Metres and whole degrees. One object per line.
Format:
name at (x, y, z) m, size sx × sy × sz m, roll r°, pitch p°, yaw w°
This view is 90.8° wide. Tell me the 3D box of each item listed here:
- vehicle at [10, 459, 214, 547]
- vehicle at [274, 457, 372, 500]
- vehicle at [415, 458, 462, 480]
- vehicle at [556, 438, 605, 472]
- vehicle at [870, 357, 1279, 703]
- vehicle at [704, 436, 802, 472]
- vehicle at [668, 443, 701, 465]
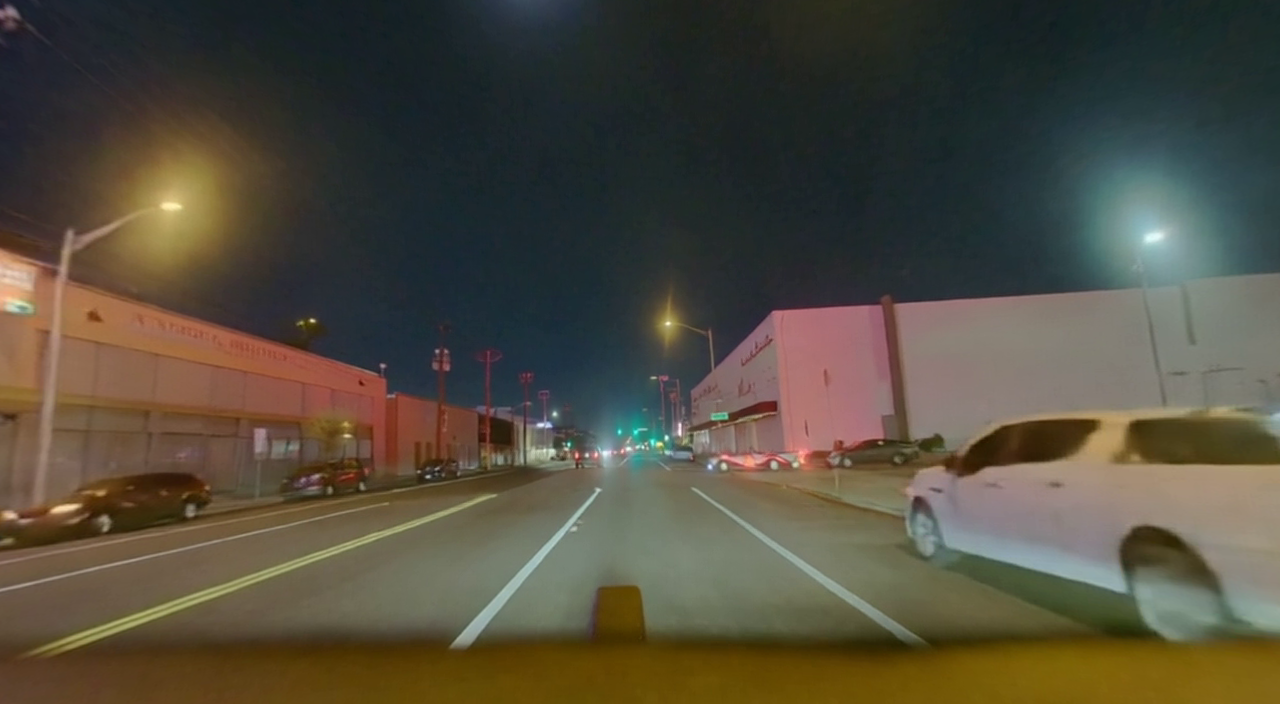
vehicle at (-15.323, 4.310, 18.772) m, size 2.081 × 1.791 × 4.799 m, roll -6°, pitch -7°, yaw -1°
vehicle at (-15.423, 6.156, 31.130) m, size 1.966 × 1.760 × 5.423 m, roll -1°, pitch -8°, yaw 1°
vehicle at (-15.695, 9.086, 49.430) m, size 2.073 × 1.492 × 4.687 m, roll 0°, pitch -8°, yaw 0°
vehicle at (-3.398, 6.028, 37.100) m, size 2.348 × 1.831 × 4.737 m, roll 0°, pitch -8°, yaw 0°
vehicle at (3.821, 1.166, 4.802) m, size 2.048 × 1.658 × 5.559 m, roll 0°, pitch -8°, yaw 0°
vehicle at (5.357, 4.926, 30.538) m, size 4.474 × 1.632 × 2.234 m, roll -1°, pitch -8°, yaw 5°
vehicle at (3.265, 7.586, 47.026) m, size 2.007 × 1.558 × 4.464 m, roll 0°, pitch -8°, yaw -2°
